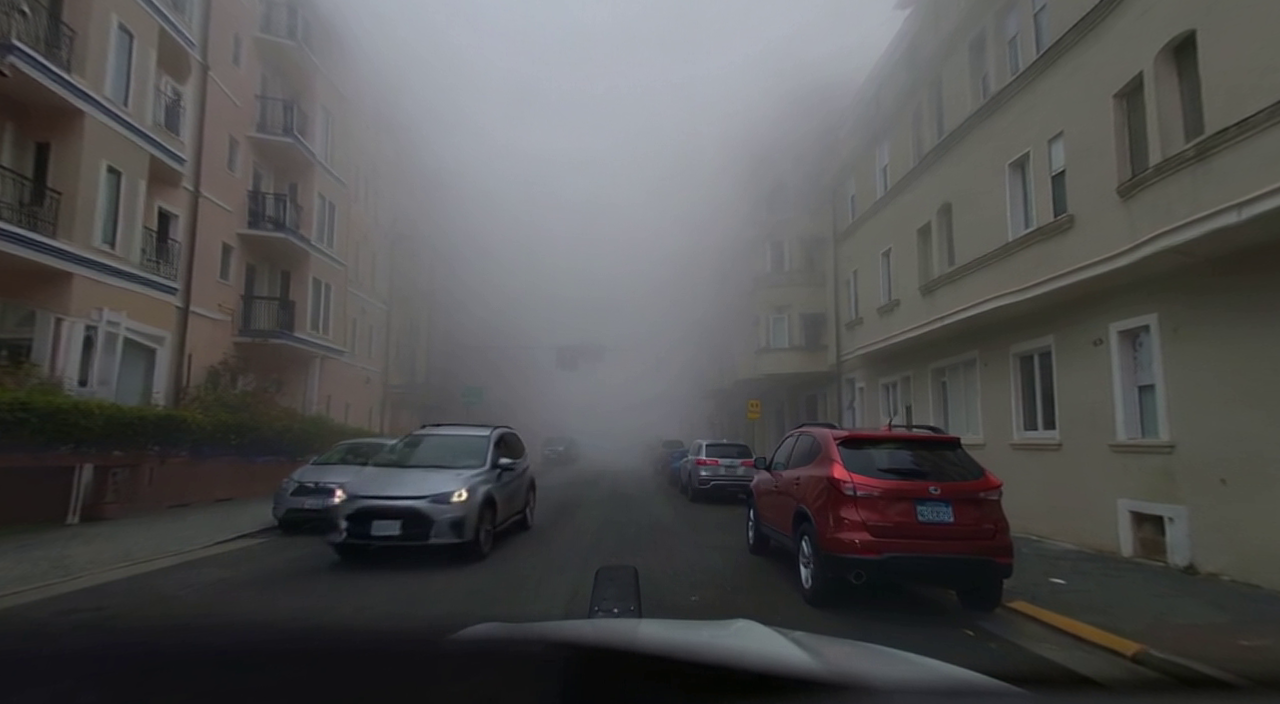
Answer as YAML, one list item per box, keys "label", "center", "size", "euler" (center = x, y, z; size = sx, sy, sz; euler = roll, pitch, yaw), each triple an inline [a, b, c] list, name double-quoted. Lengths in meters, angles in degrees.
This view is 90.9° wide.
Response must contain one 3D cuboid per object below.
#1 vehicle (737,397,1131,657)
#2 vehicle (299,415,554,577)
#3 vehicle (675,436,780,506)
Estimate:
- label: "vehicle"
  center: [2.237, 1.405, 6.144]
  size: [1.839, 1.678, 3.918]
  euler: [0, -8, -2]
- label: "vehicle"
  center: [-2.307, 1.621, 7.852]
  size: [1.845, 1.544, 3.388]
  euler: [0, -8, 3]
- label: "vehicle"
  center: [1.951, 2.789, 15.402]
  size: [1.786, 1.447, 4.314]
  euler: [0, -8, -2]
